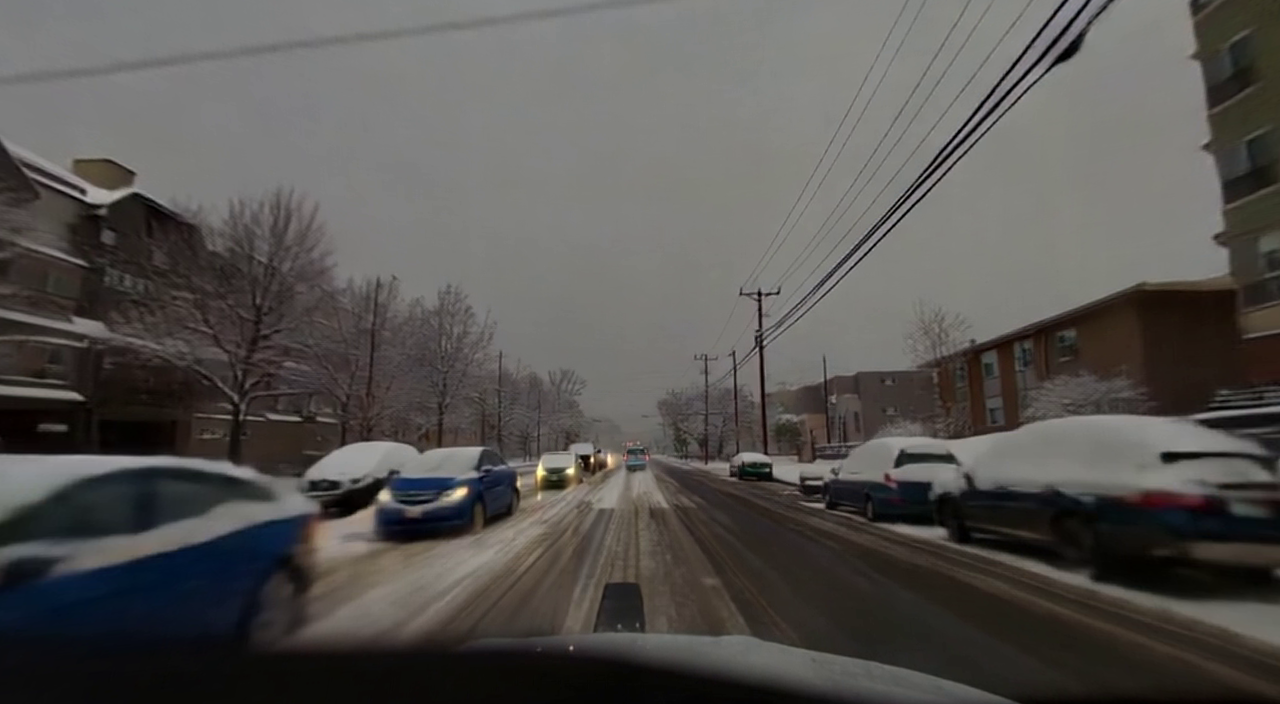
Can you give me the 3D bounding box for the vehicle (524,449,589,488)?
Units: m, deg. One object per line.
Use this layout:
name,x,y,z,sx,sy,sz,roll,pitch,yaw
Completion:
vehicle,-3.407,4.859,26.679,2.057,1.476,4.593,0,-9,0

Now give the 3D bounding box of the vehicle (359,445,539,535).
vehicle,-3.629,2.689,13.047,2.013,1.497,4.456,-1,-9,4

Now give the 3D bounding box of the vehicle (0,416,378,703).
vehicle,-3.252,1.124,3.164,1.972,1.498,4.304,0,-9,1

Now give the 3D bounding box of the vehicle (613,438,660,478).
vehicle,-0.126,5.521,33.037,2.308,1.940,4.125,-1,-9,1

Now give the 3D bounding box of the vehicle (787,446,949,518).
vehicle,6.154,3.569,18.117,2.350,1.706,5.901,0,-9,-1

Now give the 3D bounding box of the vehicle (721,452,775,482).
vehicle,5.858,6.290,34.765,1.943,1.490,4.783,0,-9,-2

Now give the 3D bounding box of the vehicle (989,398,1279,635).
vehicle,6.204,1.533,6.463,2.211,1.884,5.031,0,-9,-2
